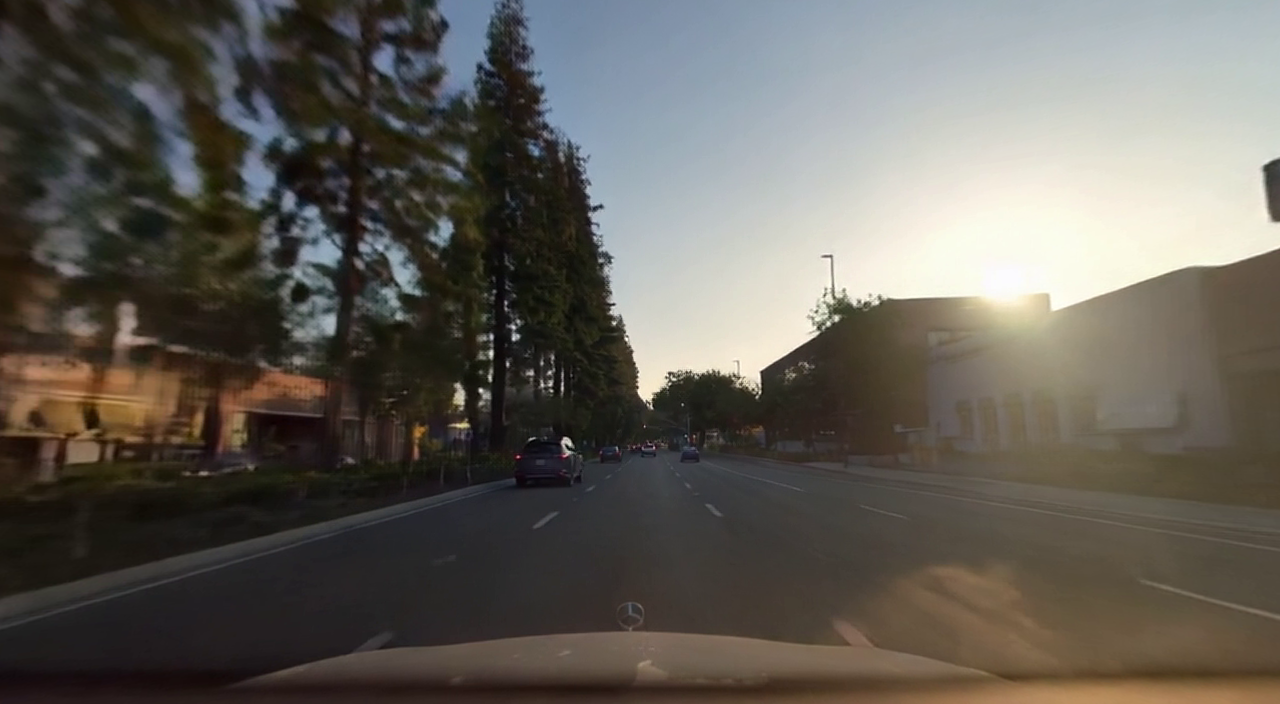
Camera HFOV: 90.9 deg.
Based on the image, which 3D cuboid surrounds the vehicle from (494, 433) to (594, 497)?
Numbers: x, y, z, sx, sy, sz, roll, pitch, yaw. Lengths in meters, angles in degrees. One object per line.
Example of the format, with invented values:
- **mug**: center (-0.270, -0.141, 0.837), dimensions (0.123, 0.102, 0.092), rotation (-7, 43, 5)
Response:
- **vehicle**: center (-2.676, 3.303, 18.802), dimensions (2.121, 1.656, 4.559), rotation (0, -9, 2)

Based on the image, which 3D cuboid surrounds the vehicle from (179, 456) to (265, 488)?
- **vehicle**: center (-24.144, 6.933, 36.641), dimensions (1.830, 1.663, 4.537), rotation (0, -9, 0)
